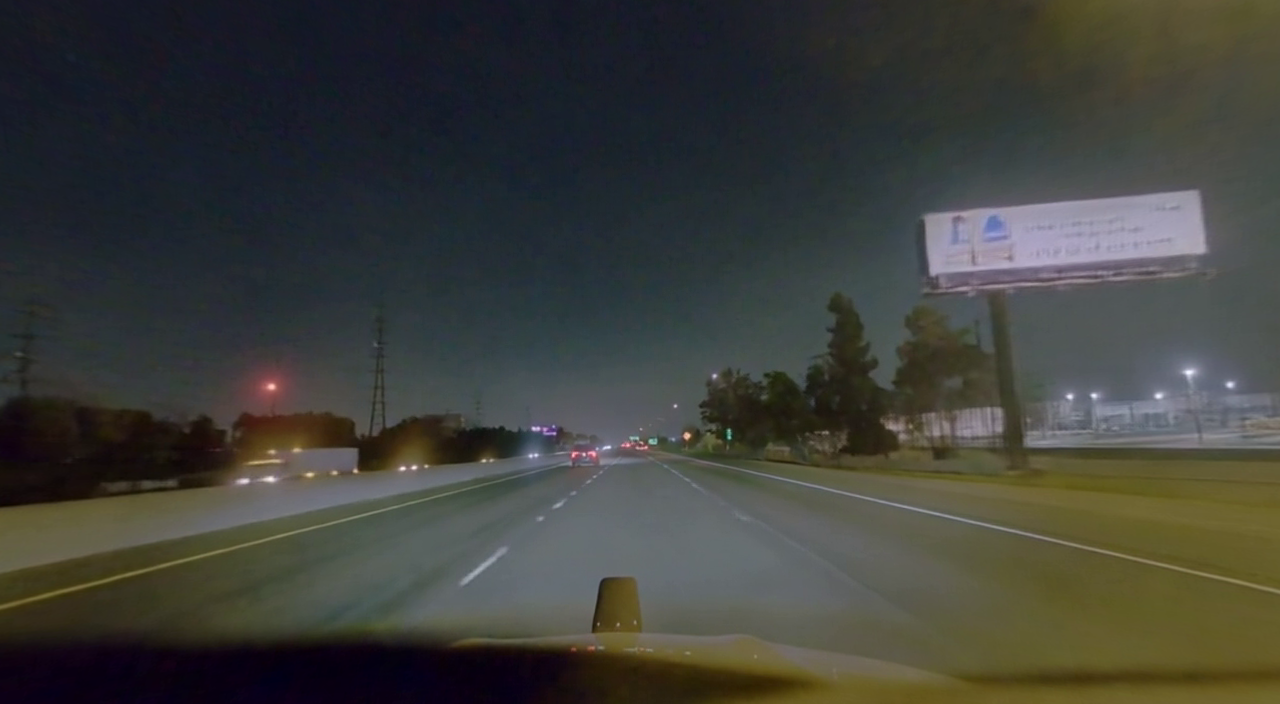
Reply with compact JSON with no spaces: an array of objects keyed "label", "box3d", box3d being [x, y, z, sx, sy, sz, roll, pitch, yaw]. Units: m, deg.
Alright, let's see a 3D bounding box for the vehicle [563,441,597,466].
[{"label":"vehicle","box3d":[-4.602,7.865,49.222,2.130,1.823,4.761,0,-8,0]}]
